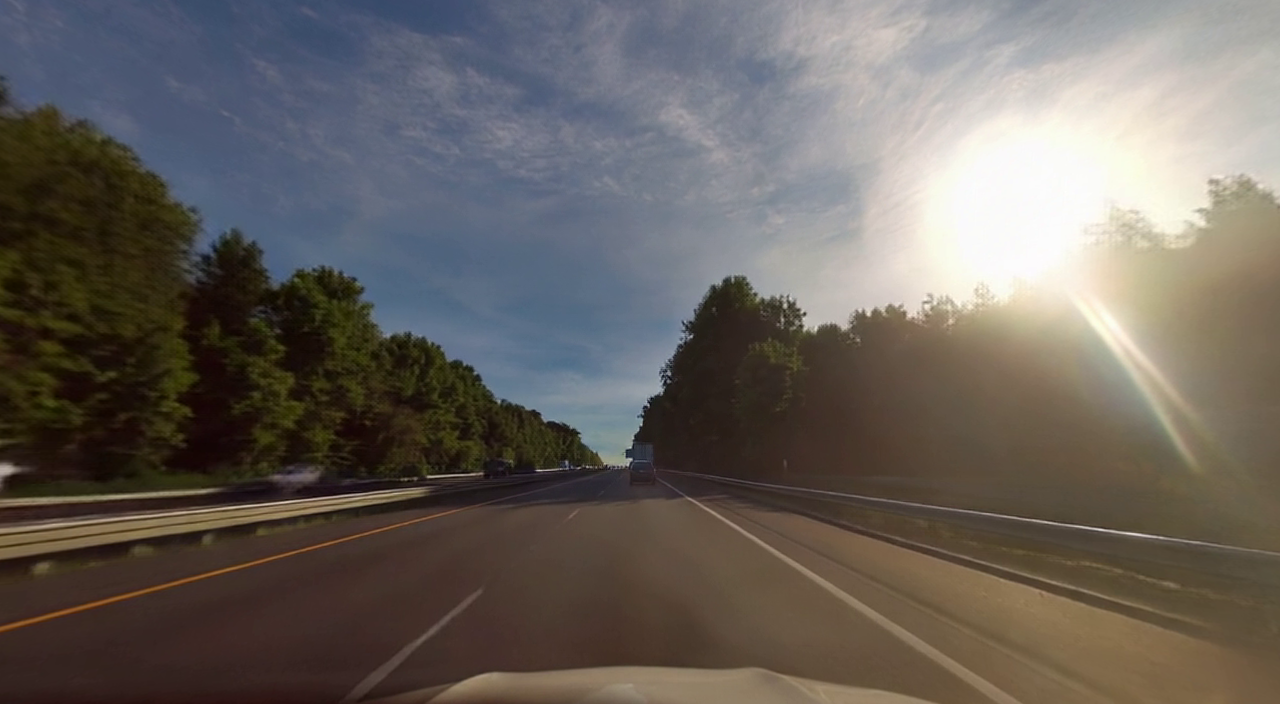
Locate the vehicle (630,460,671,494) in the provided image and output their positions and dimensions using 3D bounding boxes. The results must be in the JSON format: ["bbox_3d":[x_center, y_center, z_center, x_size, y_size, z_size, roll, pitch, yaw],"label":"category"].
[{"bbox_3d":[0.518,6.680,33.848,2.048,1.663,4.377,1,-10,0],"label":"vehicle"}]

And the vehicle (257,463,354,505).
[{"bbox_3d":[-12.143,4.801,23.095,1.679,1.388,3.355,1,-10,0],"label":"vehicle"}]
